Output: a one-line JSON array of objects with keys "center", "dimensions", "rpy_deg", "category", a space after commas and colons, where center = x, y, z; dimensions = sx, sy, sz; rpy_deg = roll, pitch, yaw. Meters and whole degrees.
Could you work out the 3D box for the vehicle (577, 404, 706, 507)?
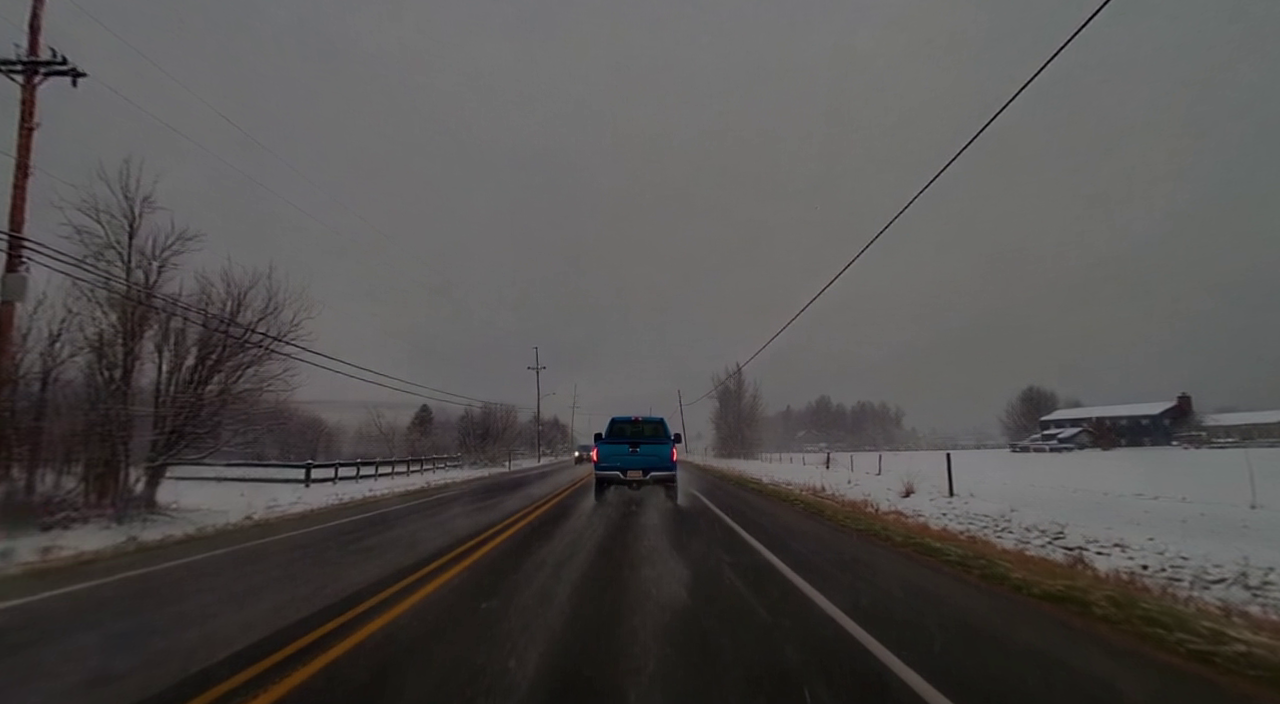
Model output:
[{"center": [-0.052, 2.887, 18.028], "dimensions": [2.912, 2.320, 7.292], "rpy_deg": [0, -8, -1], "category": "vehicle"}]
